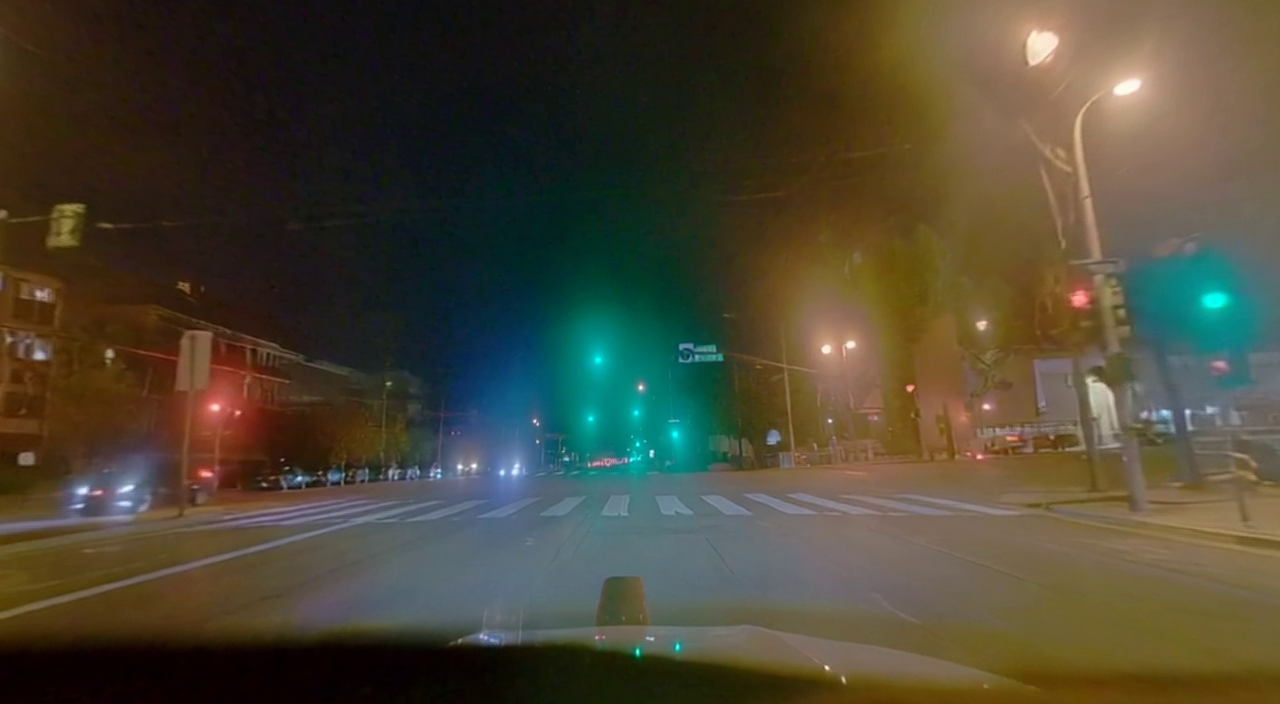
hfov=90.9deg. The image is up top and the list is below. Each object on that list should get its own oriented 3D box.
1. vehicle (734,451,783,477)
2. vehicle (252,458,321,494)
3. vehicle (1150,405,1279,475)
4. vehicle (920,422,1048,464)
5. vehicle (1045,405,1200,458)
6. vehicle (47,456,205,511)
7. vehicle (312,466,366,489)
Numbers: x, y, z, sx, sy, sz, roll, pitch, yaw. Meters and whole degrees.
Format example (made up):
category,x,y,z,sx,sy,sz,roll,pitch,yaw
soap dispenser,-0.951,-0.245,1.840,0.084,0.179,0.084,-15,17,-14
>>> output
category,x,y,z,sx,sy,sz,roll,pitch,yaw
vehicle,7.064,6.685,37.973,1.919,1.449,4.561,0,-9,-2
vehicle,-22.718,7.940,40.734,1.966,1.930,4.591,-2,-7,-2
vehicle,17.229,2.348,17.377,4.329,1.502,2.122,-5,-4,6
vehicle,15.210,4.090,28.108,4.432,1.523,1.908,-4,-12,5
vehicle,20.832,3.488,27.446,4.692,1.610,2.174,-5,-15,4
vehicle,-19.067,4.868,23.766,2.027,1.678,4.654,-3,-9,0
vehicle,-22.619,9.420,47.582,1.820,1.442,4.715,-1,-9,0
